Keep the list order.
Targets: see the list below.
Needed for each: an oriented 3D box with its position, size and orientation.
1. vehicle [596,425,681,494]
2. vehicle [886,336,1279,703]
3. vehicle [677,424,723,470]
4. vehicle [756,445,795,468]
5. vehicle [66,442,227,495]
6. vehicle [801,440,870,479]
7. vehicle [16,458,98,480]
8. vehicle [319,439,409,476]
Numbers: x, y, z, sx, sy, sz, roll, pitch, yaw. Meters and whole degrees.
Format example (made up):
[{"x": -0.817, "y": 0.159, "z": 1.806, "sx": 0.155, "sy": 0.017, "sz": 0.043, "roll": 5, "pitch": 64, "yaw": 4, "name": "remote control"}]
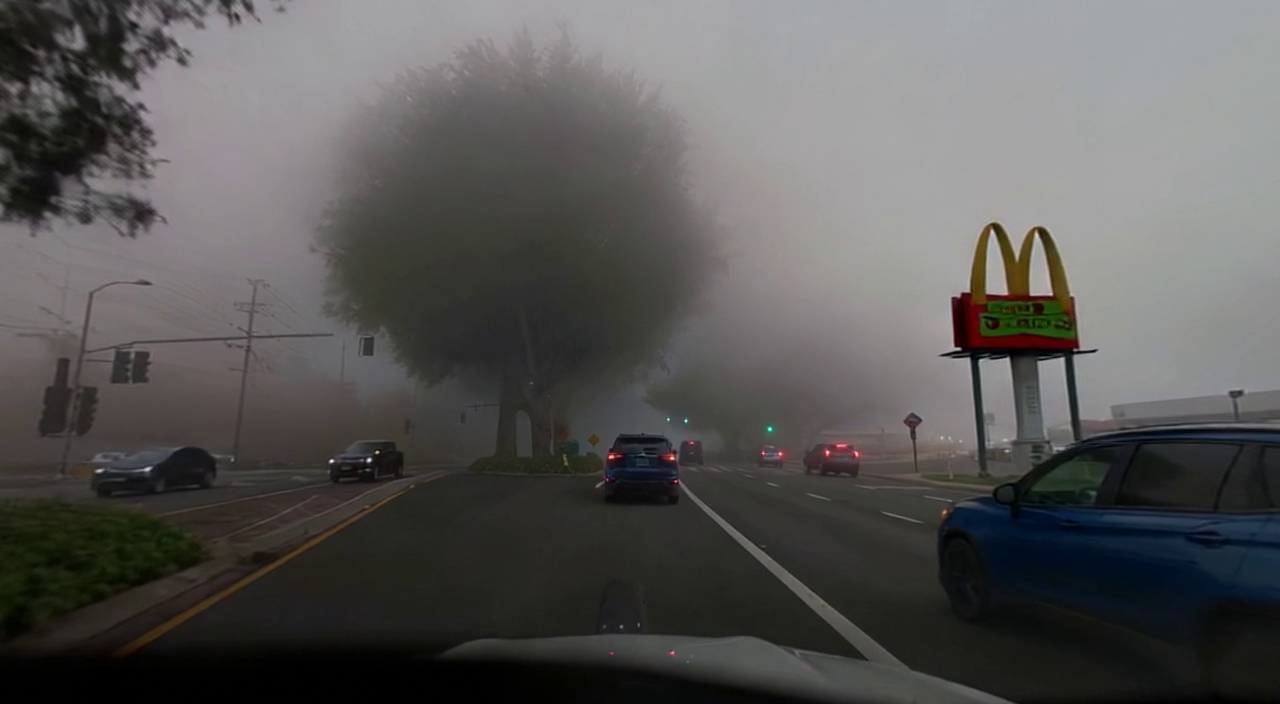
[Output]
[{"x": -0.086, "y": 3.382, "z": 20.260, "sx": 2.402, "sy": 1.938, "sz": 4.535, "roll": 0, "pitch": -9, "yaw": -1, "name": "vehicle"}, {"x": 3.346, "y": 1.004, "z": 3.589, "sx": 2.076, "sy": 1.716, "sz": 4.416, "roll": 0, "pitch": -9, "yaw": 0, "name": "vehicle"}, {"x": 3.581, "y": 5.730, "z": 38.284, "sx": 2.239, "sy": 2.586, "sz": 4.586, "roll": 1, "pitch": -8, "yaw": -1, "name": "vehicle"}, {"x": 9.775, "y": 7.565, "z": 45.901, "sx": 1.879, "sy": 1.517, "sz": 4.006, "roll": 0, "pitch": -9, "yaw": 0, "name": "vehicle"}, {"x": -18.928, "y": 4.455, "z": 24.631, "sx": 2.050, "sy": 1.797, "sz": 4.945, "roll": -1, "pitch": -9, "yaw": 3, "name": "vehicle"}, {"x": 9.544, "y": 5.264, "z": 31.244, "sx": 1.977, "sy": 1.786, "sz": 4.344, "roll": 0, "pitch": -9, "yaw": 0, "name": "vehicle"}, {"x": -45.591, "y": 9.170, "z": 49.462, "sx": 4.675, "sy": 1.644, "sz": 1.785, "roll": 0, "pitch": -9, "yaw": 2, "name": "vehicle"}, {"x": -14.787, "y": 5.683, "z": 34.216, "sx": 2.311, "sy": 1.849, "sz": 4.889, "roll": -1, "pitch": -9, "yaw": 6, "name": "vehicle"}]
